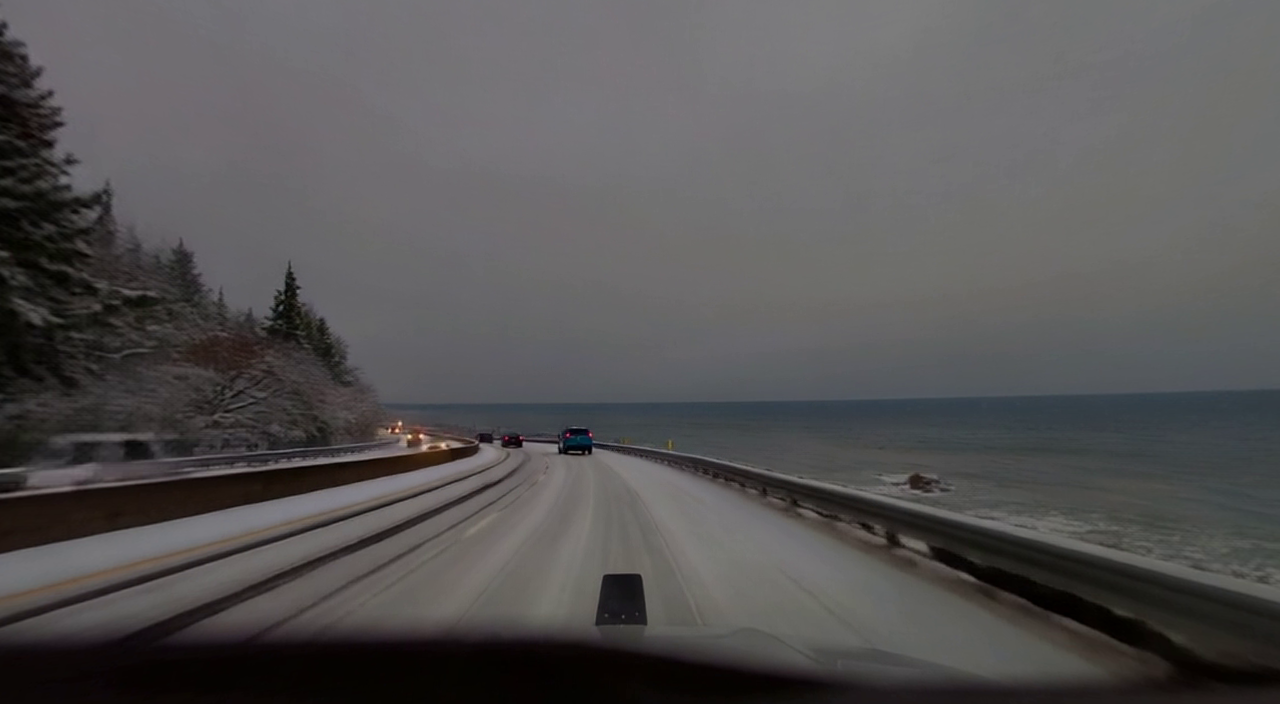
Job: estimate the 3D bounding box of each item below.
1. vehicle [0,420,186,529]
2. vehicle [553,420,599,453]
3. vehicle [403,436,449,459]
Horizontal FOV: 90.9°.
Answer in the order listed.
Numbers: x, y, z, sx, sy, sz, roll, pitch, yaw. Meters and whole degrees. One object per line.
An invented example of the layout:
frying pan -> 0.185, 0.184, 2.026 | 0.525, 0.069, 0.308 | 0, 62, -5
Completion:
vehicle -> -10.757, 2.126, 11.359 | 2.192, 1.617, 4.082 | 0, -9, -3
vehicle -> -4.542, 5.920, 43.853 | 2.632, 2.162, 5.529 | 1, -9, -11
vehicle -> -14.603, 6.547, 43.271 | 2.287, 1.438, 4.244 | 1, -9, -9
